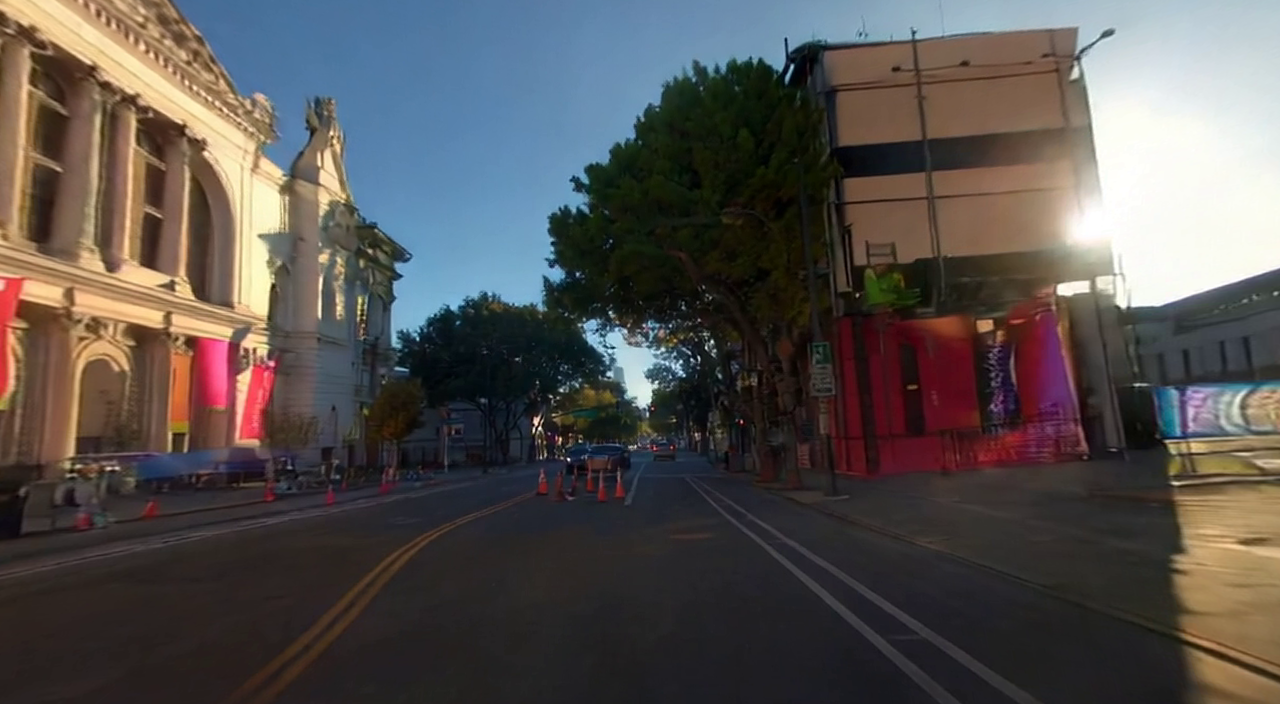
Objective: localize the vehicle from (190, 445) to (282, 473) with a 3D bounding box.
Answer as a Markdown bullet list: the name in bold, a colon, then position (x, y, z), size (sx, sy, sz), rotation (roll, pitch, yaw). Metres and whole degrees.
- **vehicle**: position (-25.899, 6.864, 40.508), size (4.445, 1.753, 2.044), rotation (0, -9, 1)
